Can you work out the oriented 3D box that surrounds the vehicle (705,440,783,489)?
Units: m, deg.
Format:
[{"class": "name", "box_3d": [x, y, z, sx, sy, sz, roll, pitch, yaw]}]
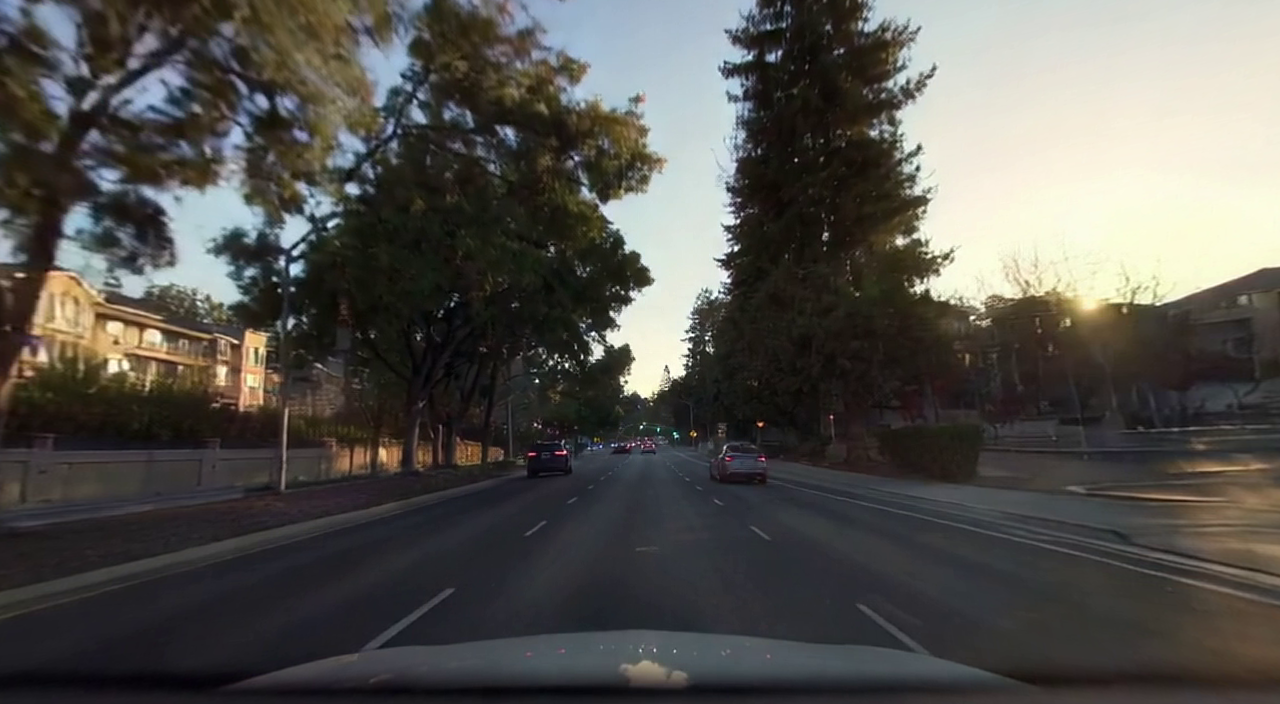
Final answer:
[{"class": "vehicle", "box_3d": [3.476, 3.837, 21.881, 1.945, 1.530, 4.320, 0, -8, 0]}]

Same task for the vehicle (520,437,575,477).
[{"class": "vehicle", "box_3d": [-4.578, 5.282, 32.008, 2.216, 1.828, 4.886, 0, -9, -2]}]
